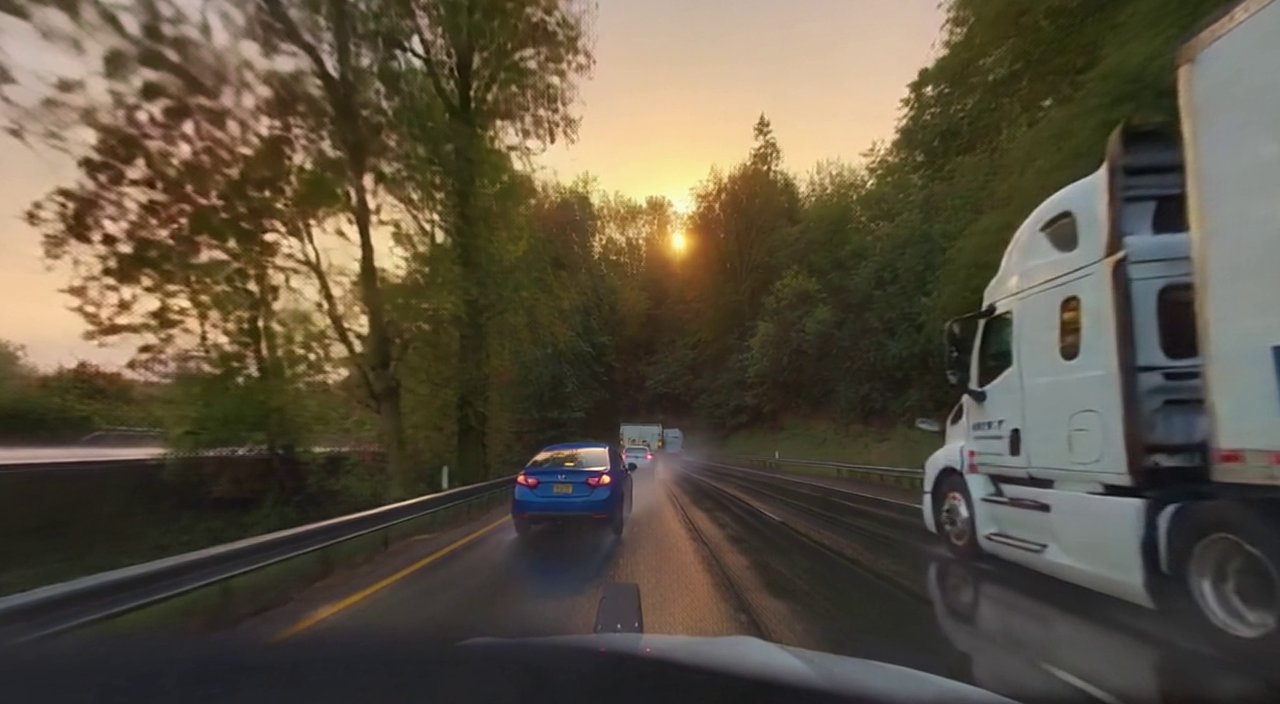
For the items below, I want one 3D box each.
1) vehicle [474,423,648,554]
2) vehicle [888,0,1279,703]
[{"bbox_3d":[-0.950,1.974,9.648,2.038,1.582,3.729,-1,-9,2],"label":"vehicle"},{"bbox_3d":[4.875,0.054,5.375,2.982,4.187,6.008,0,-9,1],"label":"vehicle"}]
